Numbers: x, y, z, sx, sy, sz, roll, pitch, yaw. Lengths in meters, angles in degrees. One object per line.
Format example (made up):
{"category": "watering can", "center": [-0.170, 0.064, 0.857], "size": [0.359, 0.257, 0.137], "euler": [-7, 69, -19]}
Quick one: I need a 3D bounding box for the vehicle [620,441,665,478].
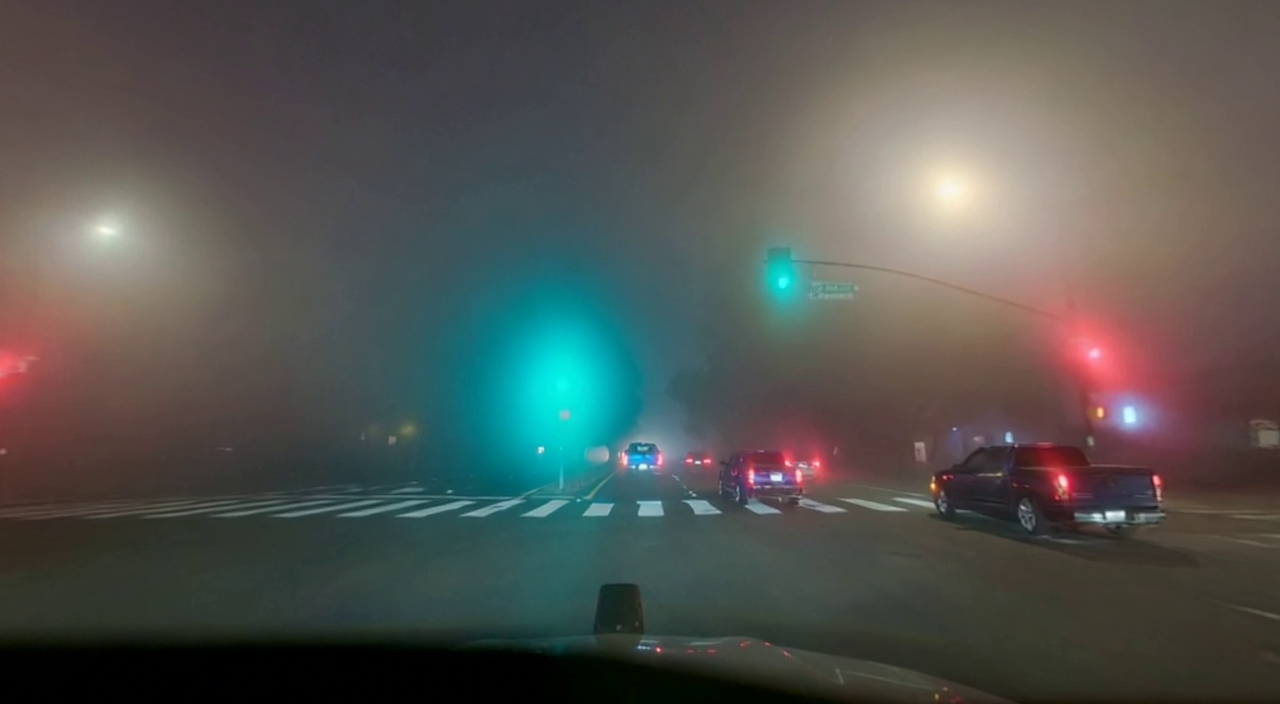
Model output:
{"category": "vehicle", "center": [0.113, 5.903, 34.945], "size": [2.344, 1.883, 4.572], "euler": [0, -8, 0]}

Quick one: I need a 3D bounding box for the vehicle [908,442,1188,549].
{"category": "vehicle", "center": [6.684, 2.349, 11.163], "size": [1.855, 1.469, 4.598], "euler": [0, -8, 0]}

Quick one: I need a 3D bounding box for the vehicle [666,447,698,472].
{"category": "vehicle", "center": [3.117, 8.097, 47.931], "size": [2.013, 1.742, 4.424], "euler": [0, -8, -2]}

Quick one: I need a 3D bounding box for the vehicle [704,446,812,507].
{"category": "vehicle", "center": [3.123, 3.377, 17.669], "size": [2.057, 1.463, 4.365], "euler": [0, -8, -2]}
